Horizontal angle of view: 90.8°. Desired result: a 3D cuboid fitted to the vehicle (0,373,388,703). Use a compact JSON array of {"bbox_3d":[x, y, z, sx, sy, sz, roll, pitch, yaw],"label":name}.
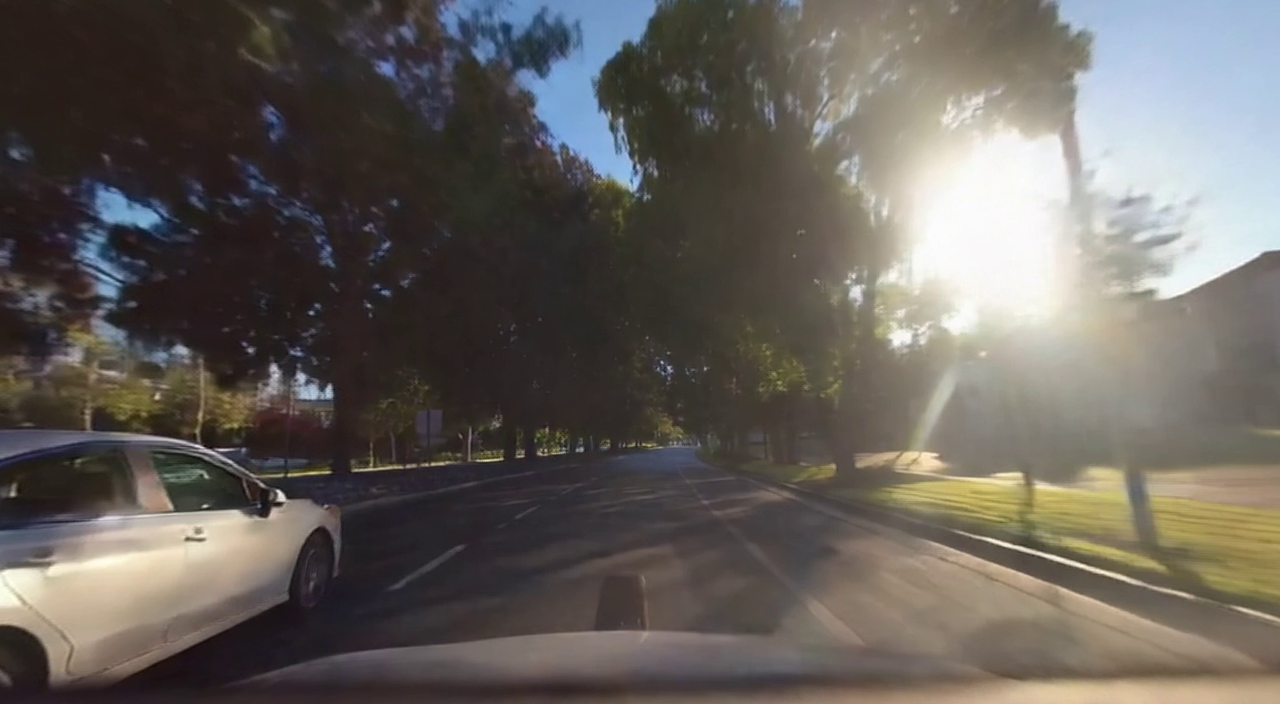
[{"bbox_3d":[-3.194,1.007,3.368,1.915,1.521,4.283,0,-8,0],"label":"vehicle"}]
